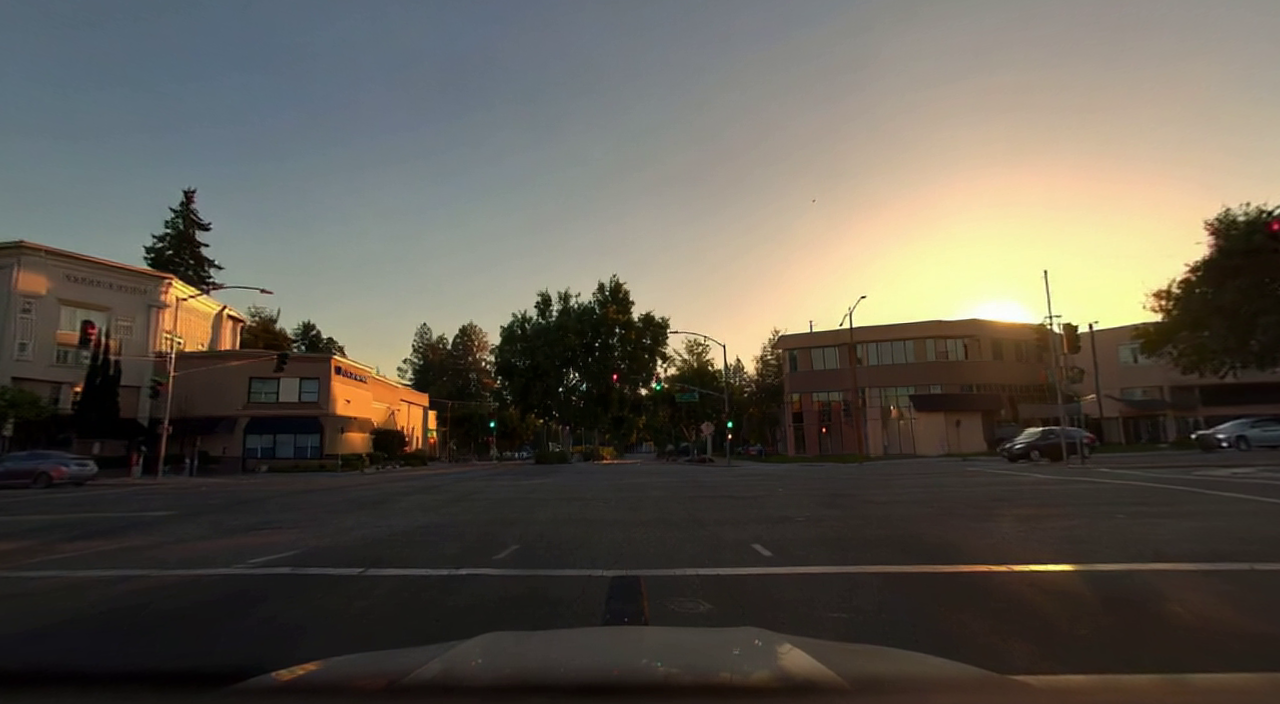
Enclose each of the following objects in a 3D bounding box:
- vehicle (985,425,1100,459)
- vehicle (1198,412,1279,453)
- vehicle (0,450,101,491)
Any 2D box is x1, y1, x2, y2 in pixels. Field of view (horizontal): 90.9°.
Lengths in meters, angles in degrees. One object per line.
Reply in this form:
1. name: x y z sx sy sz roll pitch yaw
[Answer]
1. vehicle: 20.441 4.588 32.137 4.483 1.691 1.949 0 -8 1
2. vehicle: 25.828 3.280 25.623 4.288 1.600 1.927 0 -8 2
3. vehicle: -25.235 4.845 25.940 4.332 1.573 1.900 0 -8 3
